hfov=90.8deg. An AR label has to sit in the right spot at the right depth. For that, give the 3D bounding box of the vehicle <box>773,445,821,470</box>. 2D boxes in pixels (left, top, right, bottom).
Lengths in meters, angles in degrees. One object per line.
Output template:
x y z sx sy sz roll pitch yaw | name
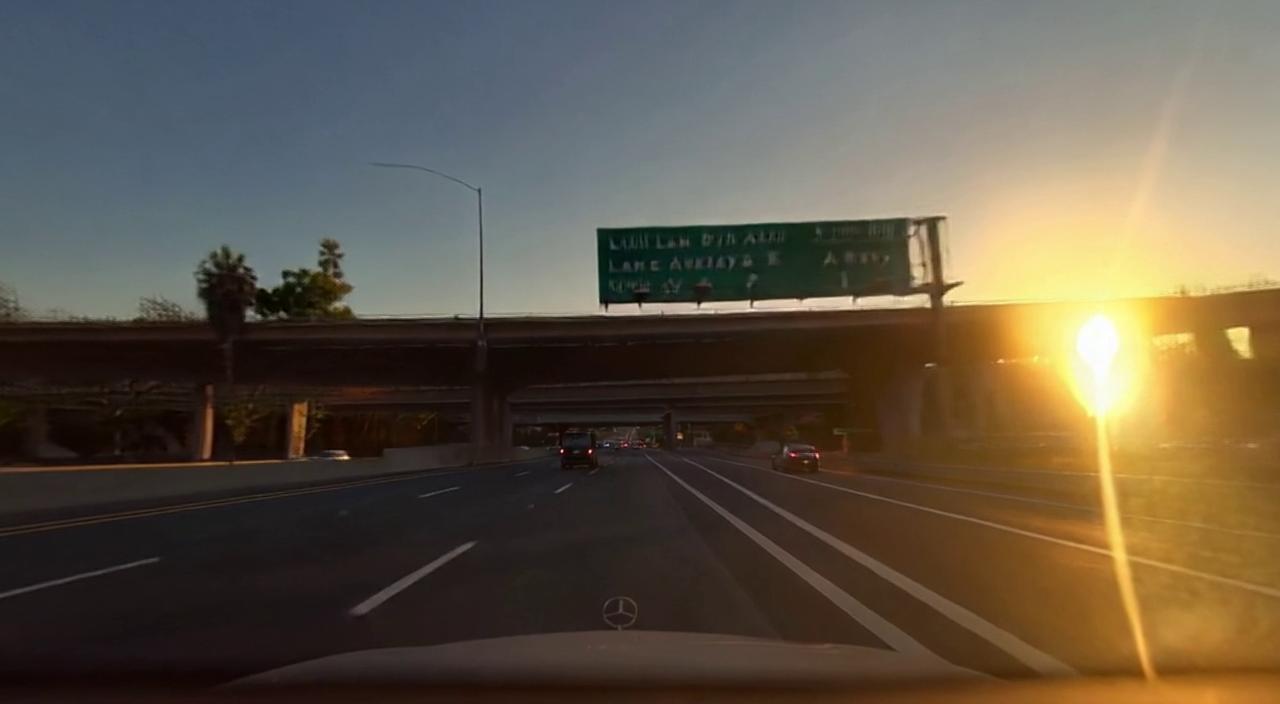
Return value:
10.008 6.762 40.586 2.035 1.491 4.246 0 -9 1 | vehicle

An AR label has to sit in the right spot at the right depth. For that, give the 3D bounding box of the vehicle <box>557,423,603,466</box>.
-4.378 6.953 47.442 2.881 2.937 7.045 0 -9 -1 | vehicle
